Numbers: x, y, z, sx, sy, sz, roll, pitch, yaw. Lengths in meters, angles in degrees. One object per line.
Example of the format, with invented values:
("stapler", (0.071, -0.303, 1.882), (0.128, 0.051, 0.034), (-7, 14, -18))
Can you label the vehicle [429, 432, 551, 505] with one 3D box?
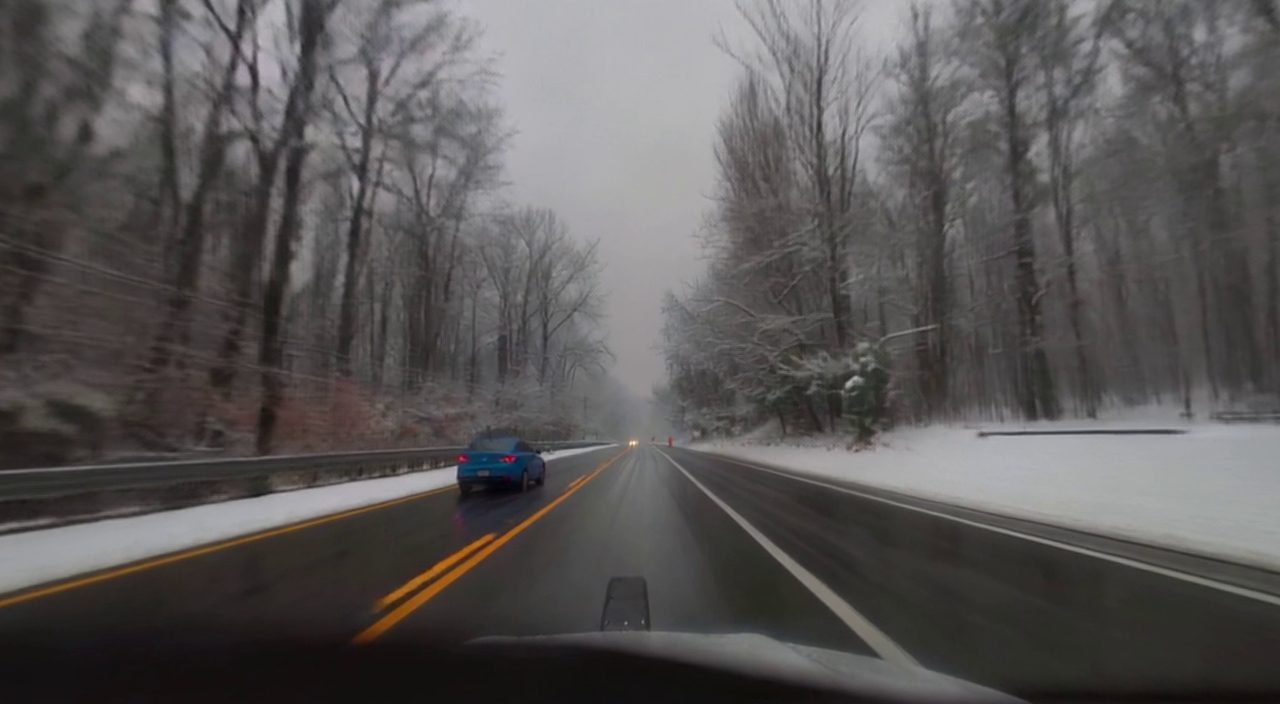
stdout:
("vehicle", (-3.447, 2.740, 15.288), (1.902, 1.505, 4.016), (0, -8, 1))
